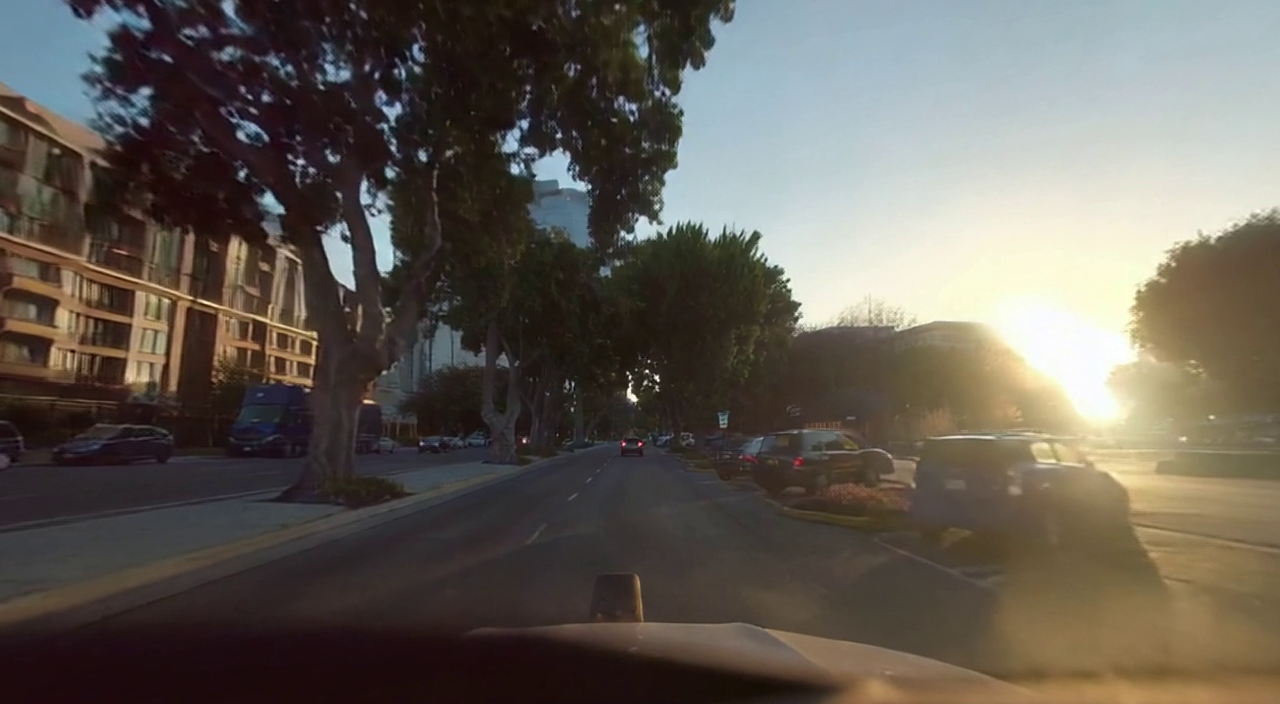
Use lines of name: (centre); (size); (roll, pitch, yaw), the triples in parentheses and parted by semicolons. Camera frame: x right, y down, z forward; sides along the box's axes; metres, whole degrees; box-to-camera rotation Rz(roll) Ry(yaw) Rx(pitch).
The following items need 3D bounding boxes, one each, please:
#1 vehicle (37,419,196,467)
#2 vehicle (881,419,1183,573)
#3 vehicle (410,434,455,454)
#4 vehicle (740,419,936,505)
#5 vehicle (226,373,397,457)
vehicle: (-18.714, 3.293, 22.841); (1.909, 1.518, 4.459); (-1, -8, 0)
vehicle: (5.097, 1.626, 7.970); (4.275, 1.428, 1.774); (6, -10, -38)
vehicle: (-15.914, 7.106, 48.612); (1.909, 1.465, 4.758); (0, -8, -1)
vehicle: (4.648, 2.450, 14.523); (4.585, 1.660, 1.969); (6, -10, -37)
vehicle: (-19.045, 4.122, 38.369); (3.054, 4.140, 14.110); (-1, -8, -1)
